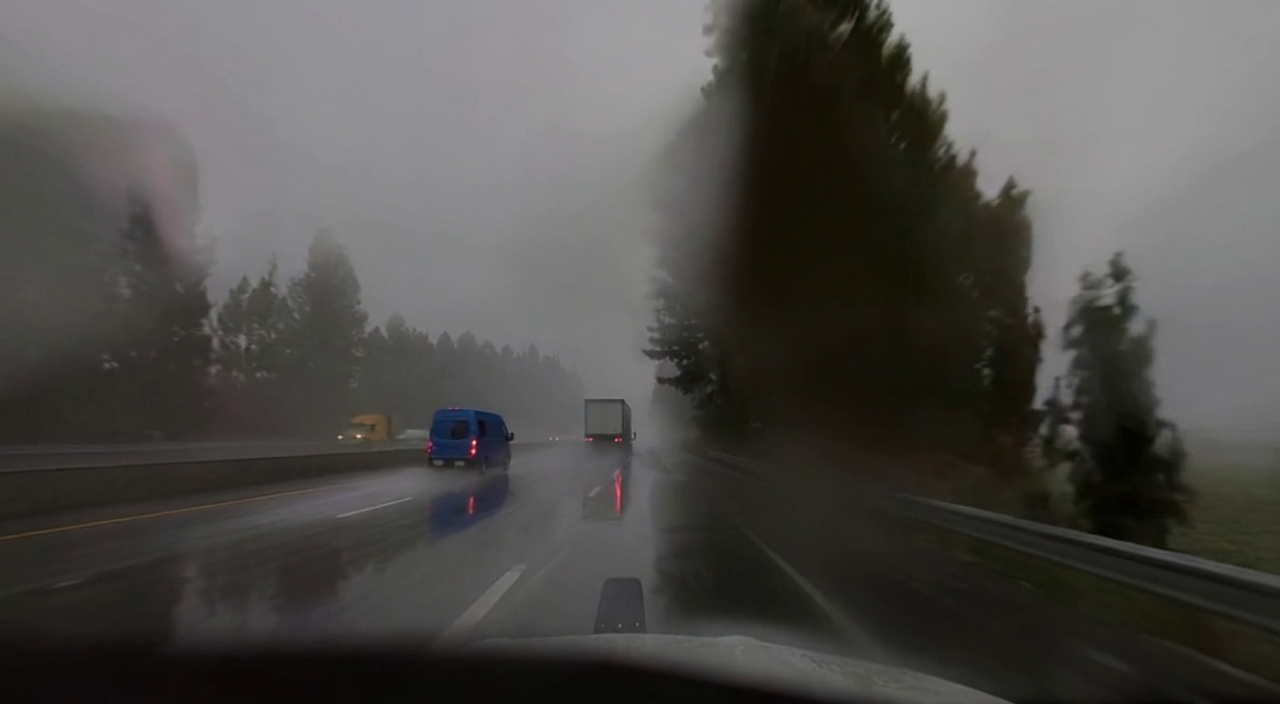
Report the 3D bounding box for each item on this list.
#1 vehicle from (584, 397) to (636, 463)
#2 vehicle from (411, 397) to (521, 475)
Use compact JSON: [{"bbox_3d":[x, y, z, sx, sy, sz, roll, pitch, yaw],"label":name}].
[{"bbox_3d":[-1.968,5.552,44.665,3.173,4.185,8.360,0,-8,0],"label":"vehicle"},{"bbox_3d":[-6.836,3.445,25.861,2.396,2.763,6.935,0,-8,1],"label":"vehicle"}]
